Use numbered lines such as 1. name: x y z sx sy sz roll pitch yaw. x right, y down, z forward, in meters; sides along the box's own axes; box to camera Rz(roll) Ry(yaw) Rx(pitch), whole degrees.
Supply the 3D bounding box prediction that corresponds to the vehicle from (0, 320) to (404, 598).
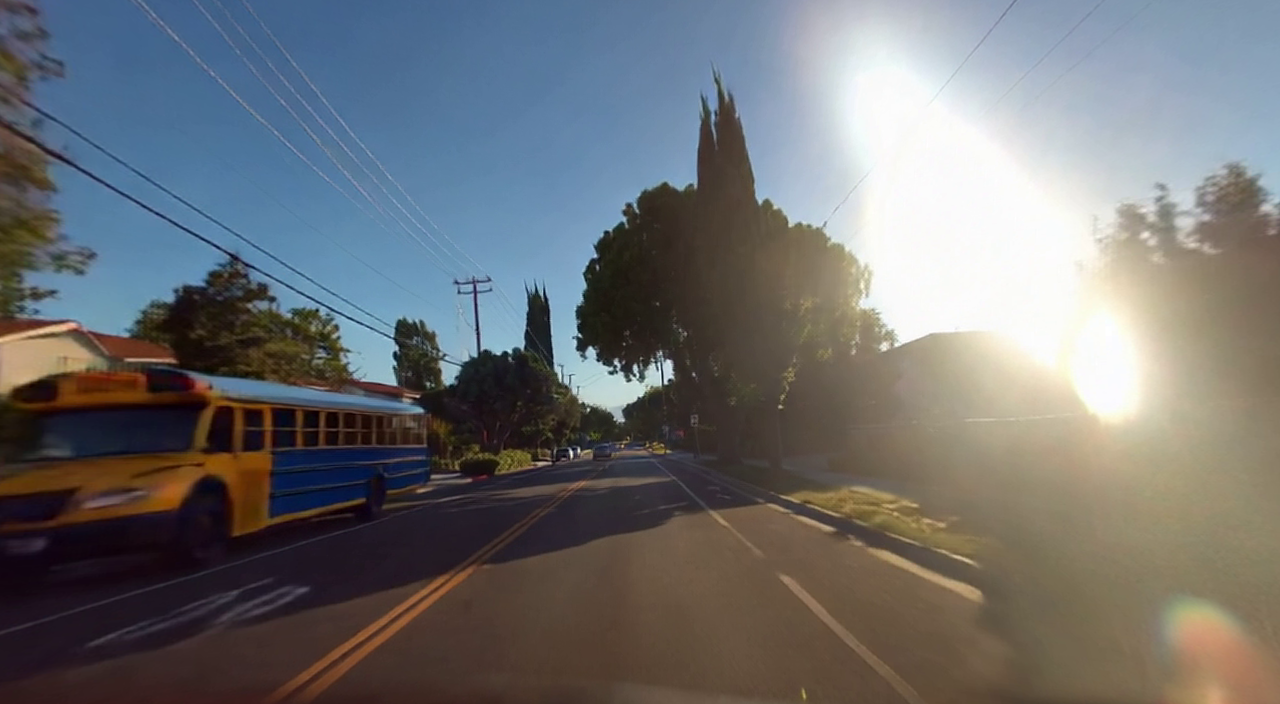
1. vehicle: -6.692 1.620 10.165 2.835 2.876 7.091 -1 -9 2
